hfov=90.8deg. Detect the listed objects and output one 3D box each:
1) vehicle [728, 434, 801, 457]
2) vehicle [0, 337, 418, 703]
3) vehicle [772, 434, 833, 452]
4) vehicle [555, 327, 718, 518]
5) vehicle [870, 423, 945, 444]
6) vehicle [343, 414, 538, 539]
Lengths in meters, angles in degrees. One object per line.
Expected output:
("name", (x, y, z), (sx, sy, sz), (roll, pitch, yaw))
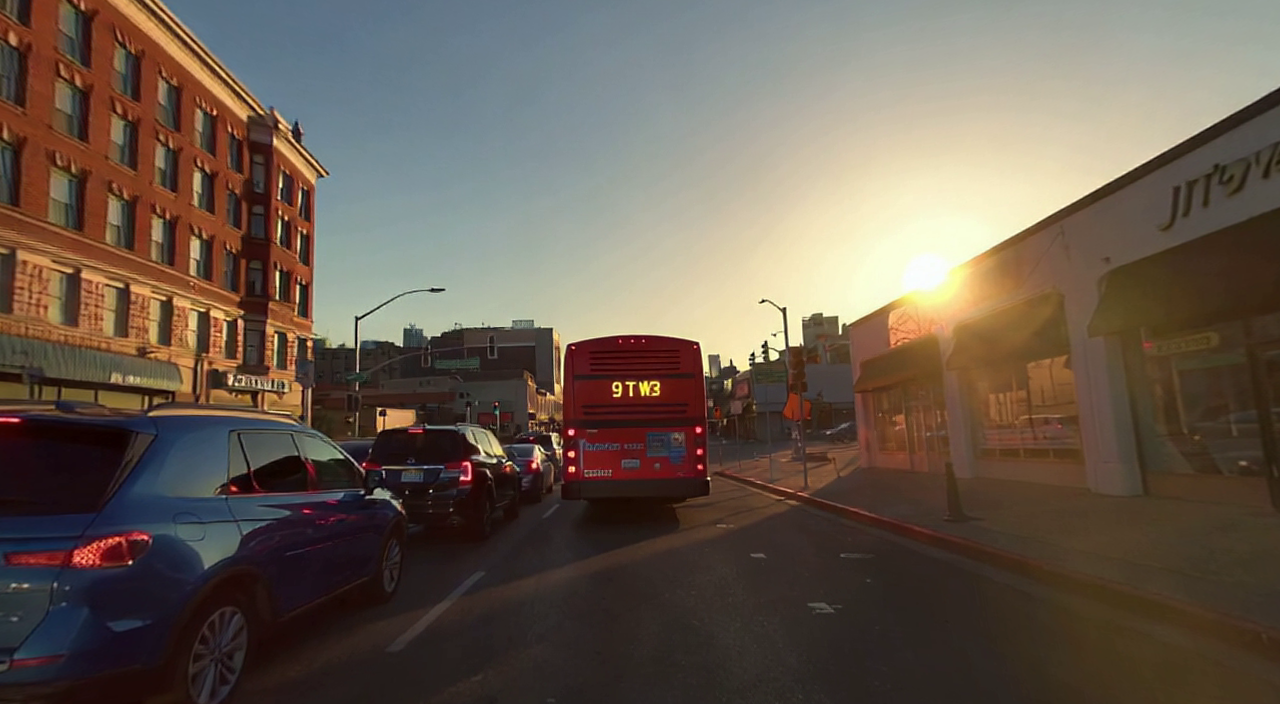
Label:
("vehicle", (8.602, 6.476, 43.661), (4.774, 1.492, 1.802), (-2, -9, 13))
("vehicle", (-3.214, 1.091, 3.978), (2.020, 1.725, 4.384), (0, -8, 0))
("vehicle", (11.954, 6.733, 46.669), (3.949, 1.337, 1.738), (1, -9, -4))
("vehicle", (-0.294, 1.991, 16.525), (2.938, 3.468, 9.972), (0, -9, -3))
("vehicle", (19.958, 6.106, 47.202), (4.827, 1.555, 1.863), (1, -9, -6))
("vehicle", (-3.344, 2.198, 11.770), (2.096, 1.828, 4.669), (0, -8, 0))
